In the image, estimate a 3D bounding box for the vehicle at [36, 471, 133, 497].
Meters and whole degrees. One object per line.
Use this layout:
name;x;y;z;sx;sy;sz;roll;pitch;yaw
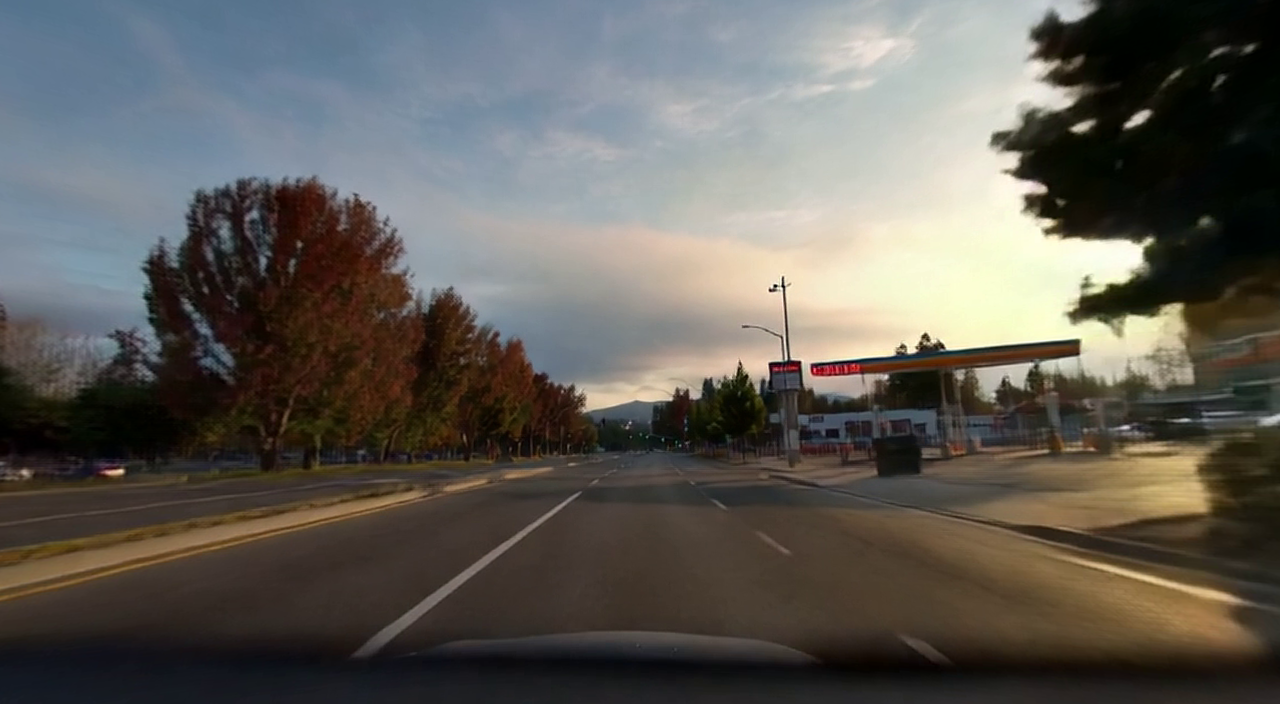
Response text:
vehicle;-37.345;8.889;42.630;1.964;1.445;4.518;-3;-9;13
